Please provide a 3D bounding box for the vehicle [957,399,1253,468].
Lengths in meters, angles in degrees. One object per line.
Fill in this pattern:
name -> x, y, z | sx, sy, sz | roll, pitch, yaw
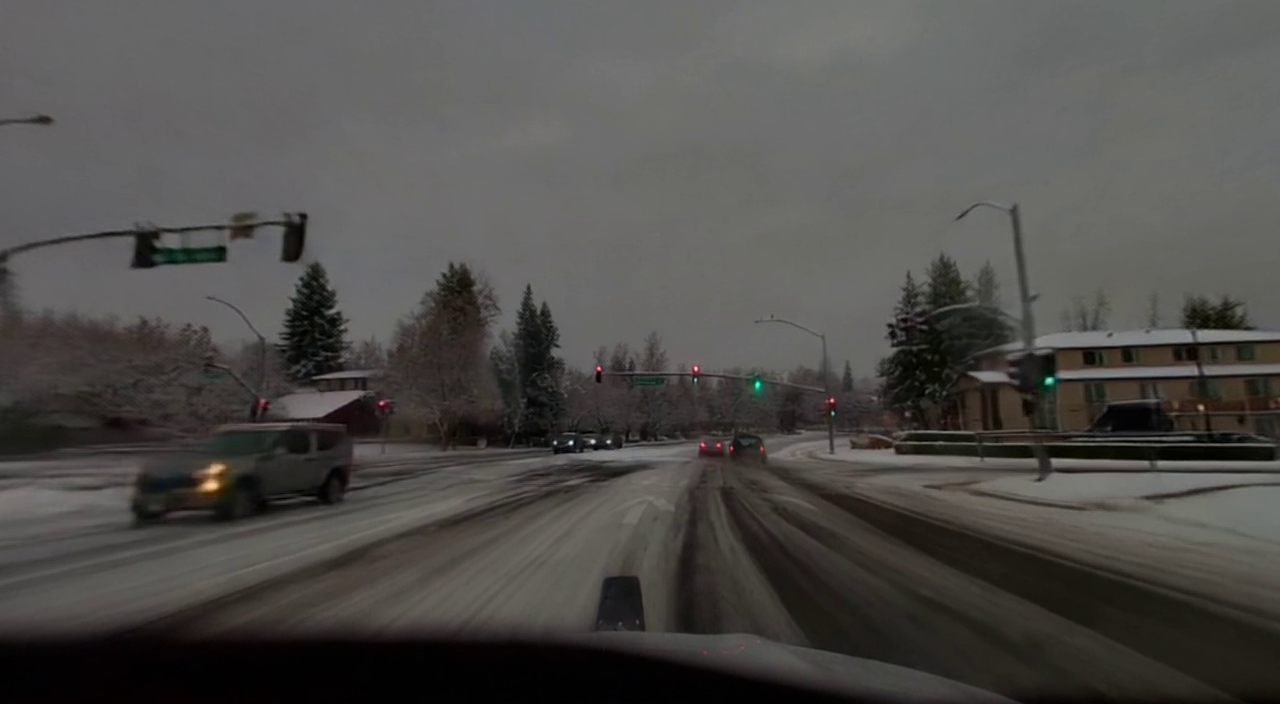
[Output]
vehicle -> 24.435, 4.424, 33.958 | 12.701, 3.428, 3.061 | -1, -9, 6

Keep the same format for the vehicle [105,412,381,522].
vehicle -> -7.126, 2.128, 12.150 | 2.010, 1.686, 4.653 | -1, -9, 4

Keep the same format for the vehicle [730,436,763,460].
vehicle -> 7.914, 7.140, 47.067 | 2.255, 1.708, 4.328 | -2, -9, 10

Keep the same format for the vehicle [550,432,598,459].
vehicle -> -4.911, 7.073, 47.560 | 2.296, 1.798, 5.303 | -4, -9, 7
